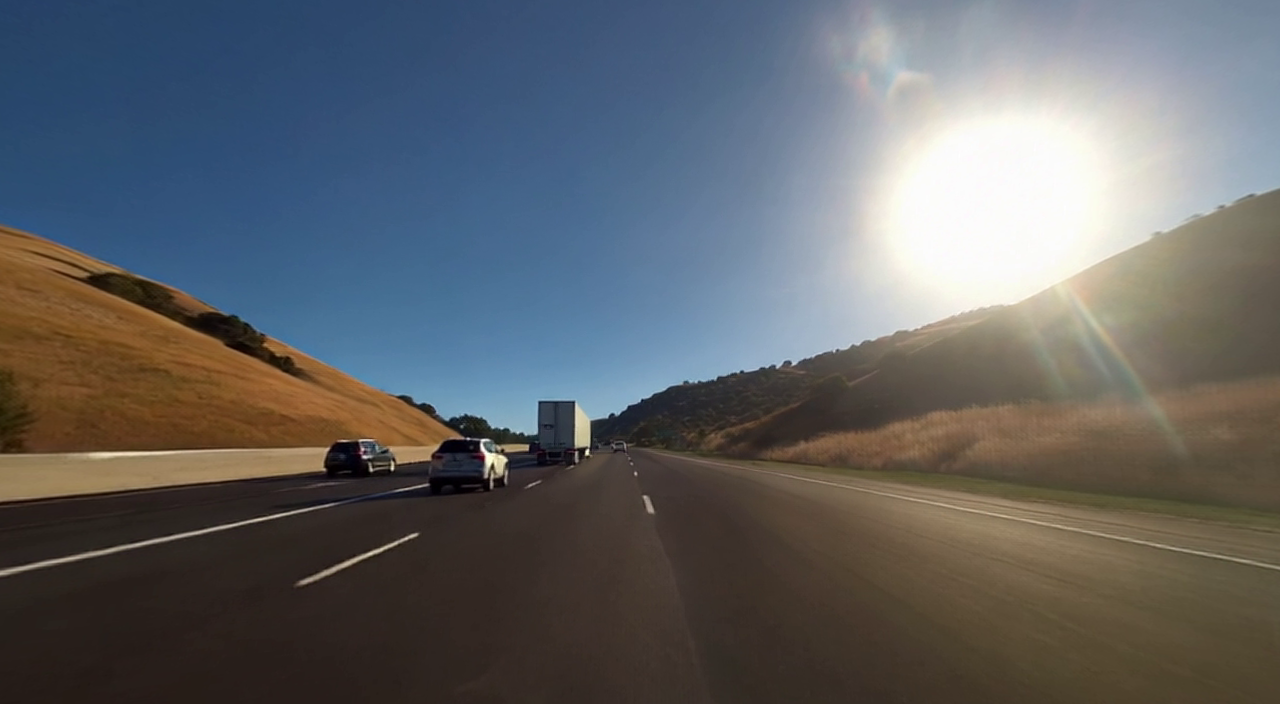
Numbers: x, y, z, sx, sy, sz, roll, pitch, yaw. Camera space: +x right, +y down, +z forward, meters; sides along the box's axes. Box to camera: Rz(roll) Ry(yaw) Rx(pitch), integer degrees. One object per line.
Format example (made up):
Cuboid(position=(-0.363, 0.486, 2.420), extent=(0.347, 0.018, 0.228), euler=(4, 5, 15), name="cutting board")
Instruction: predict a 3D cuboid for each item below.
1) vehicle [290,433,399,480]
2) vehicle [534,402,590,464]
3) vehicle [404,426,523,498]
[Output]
Cuboid(position=(-12.655, 4.500, 27.396), extent=(2.130, 1.828, 5.523), euler=(0, -8, -1), name="vehicle")
Cuboid(position=(-5.369, 5.939, 45.107), extent=(2.981, 3.860, 11.022), euler=(0, -8, -2), name="vehicle")
Cuboid(position=(-4.698, 2.997, 17.510), extent=(2.099, 1.734, 4.413), euler=(0, -8, -1), name="vehicle")
